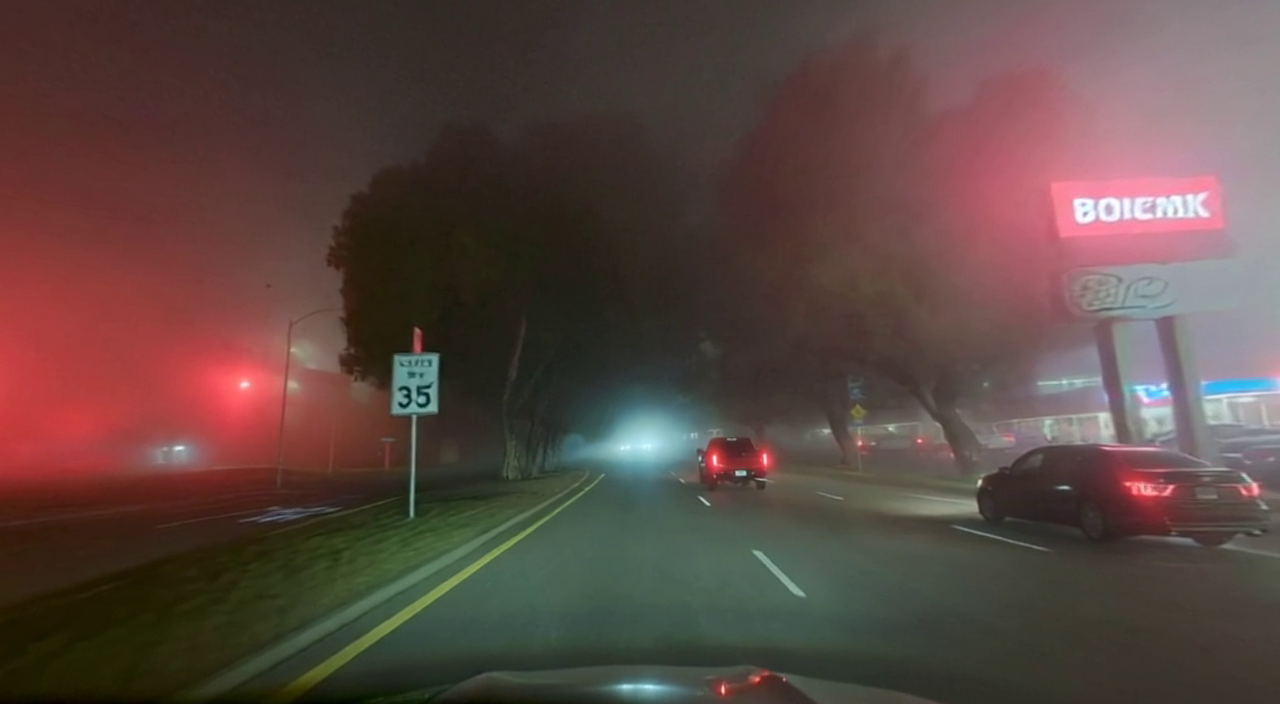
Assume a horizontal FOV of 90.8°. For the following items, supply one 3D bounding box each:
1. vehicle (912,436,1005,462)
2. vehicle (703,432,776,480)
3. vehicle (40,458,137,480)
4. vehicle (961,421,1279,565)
[{"bbox_3d":[18.346,5.620,36.517,4.337,1.447,1.933,0,-8,0],"label":"vehicle"},{"bbox_3d":[3.920,4.208,25.838,2.214,1.749,4.998,0,-8,1],"label":"vehicle"},{"bbox_3d":[-40.306,8.531,46.283,1.803,1.468,5.050,-7,-11,39],"label":"vehicle"},{"bbox_3d":[6.612,1.786,8.776,1.986,1.480,4.296,0,-8,-1],"label":"vehicle"}]
